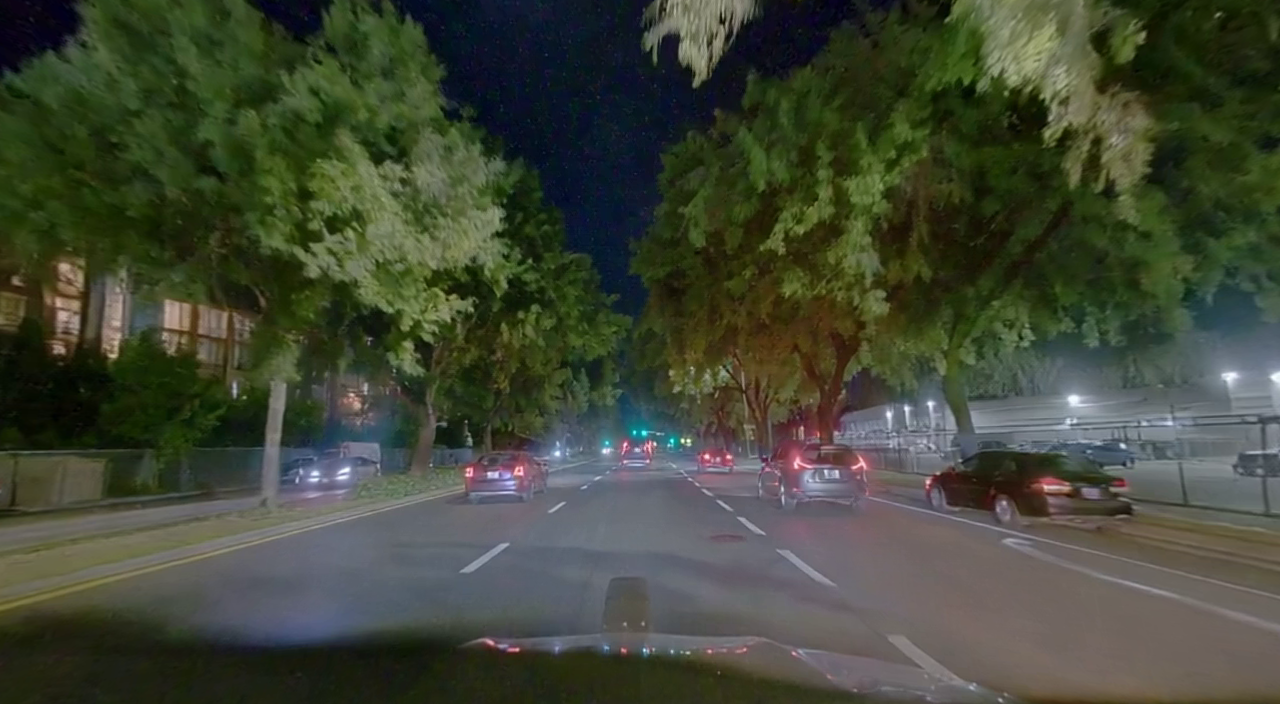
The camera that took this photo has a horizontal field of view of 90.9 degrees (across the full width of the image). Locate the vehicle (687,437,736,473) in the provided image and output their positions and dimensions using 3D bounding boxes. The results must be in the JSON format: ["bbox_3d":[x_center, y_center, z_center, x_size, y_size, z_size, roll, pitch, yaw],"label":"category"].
[{"bbox_3d":[3.666,5.371,33.018,1.980,1.709,4.367,0,-9,-1],"label":"vehicle"}]

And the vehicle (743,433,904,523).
[{"bbox_3d":[3.423,2.428,12.702,1.919,1.502,4.232,0,-9,0],"label":"vehicle"}]

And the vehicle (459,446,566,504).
[{"bbox_3d":[-3.230,3.198,16.837,2.013,1.354,3.908,0,-9,0],"label":"vehicle"}]

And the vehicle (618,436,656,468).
[{"bbox_3d":[-0.195,6.333,39.964,2.247,1.882,4.603,0,-9,0],"label":"vehicle"}]

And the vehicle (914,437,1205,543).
[{"bbox_3d":[6.827,2.260,11.045,2.035,1.449,4.427,0,-9,0],"label":"vehicle"}]

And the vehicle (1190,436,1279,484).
[{"bbox_3d":[23.383,4.179,24.644,4.414,1.701,1.978,7,-11,-39],"label":"vehicle"}]

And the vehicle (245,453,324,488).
[{"bbox_3d":[-22.492,7.459,40.184,2.257,1.909,5.115,-1,-8,-3],"label":"vehicle"}]

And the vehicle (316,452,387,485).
[{"bbox_3d":[-15.982,6.456,35.205,1.918,1.692,4.338,0,-9,0],"label":"vehicle"}]
